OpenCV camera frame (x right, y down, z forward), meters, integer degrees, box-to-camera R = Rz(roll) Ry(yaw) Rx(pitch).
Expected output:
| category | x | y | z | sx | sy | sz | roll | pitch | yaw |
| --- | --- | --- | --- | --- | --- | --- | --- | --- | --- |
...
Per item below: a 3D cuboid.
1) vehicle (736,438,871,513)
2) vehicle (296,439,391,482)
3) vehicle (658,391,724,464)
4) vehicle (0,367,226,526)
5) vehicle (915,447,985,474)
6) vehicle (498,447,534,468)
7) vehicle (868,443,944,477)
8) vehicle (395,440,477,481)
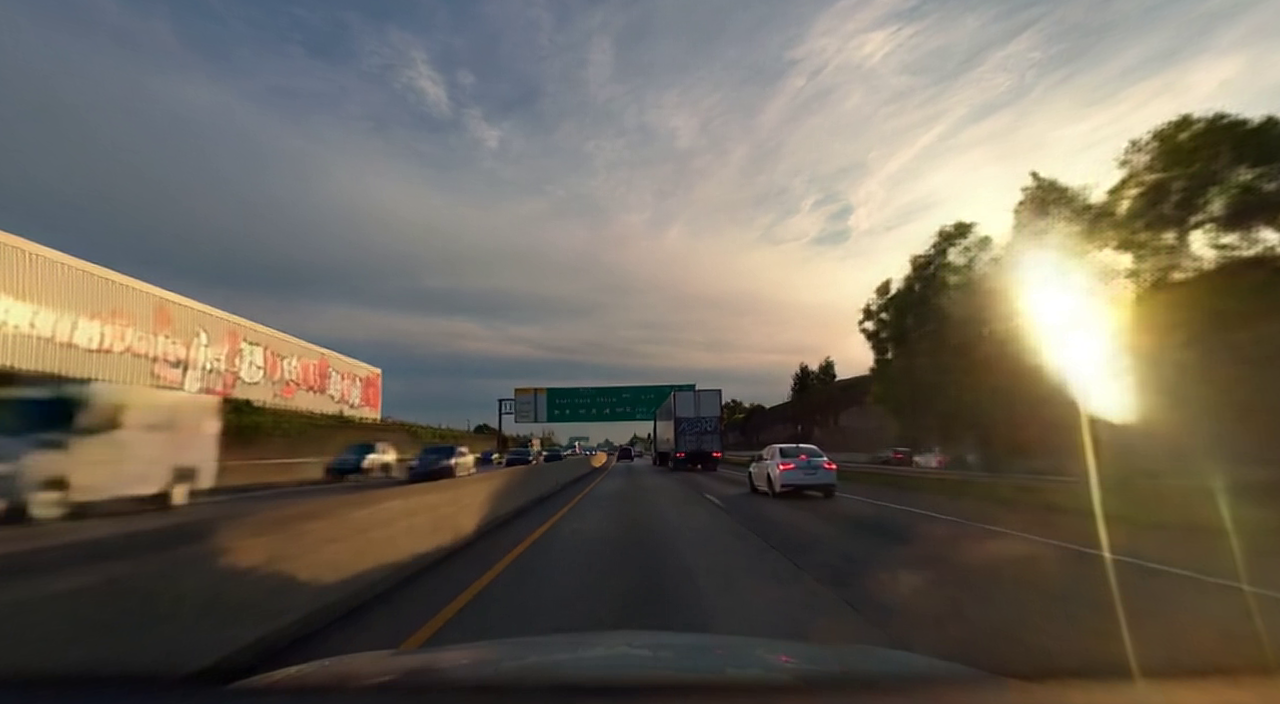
| category | x | y | z | sx | sy | sz | roll | pitch | yaw |
| --- | --- | --- | --- | --- | --- | --- | --- | --- | --- |
| vehicle | 3.876 | 3.011 | 15.790 | 2.085 | 1.588 | 4.436 | 0 | -9 | -2 |
| vehicle | -12.833 | 4.718 | 27.451 | 1.945 | 1.708 | 4.530 | 0 | -9 | 0 |
| vehicle | 3.317 | 5.914 | 46.699 | 3.317 | 4.314 | 17.803 | 0 | -9 | 0 |
| vehicle | -12.240 | 2.070 | 13.613 | 2.334 | 2.718 | 6.105 | 0 | -9 | -1 |
| vehicle | 18.258 | 6.402 | 37.197 | 1.811 | 1.499 | 4.472 | 0 | -9 | -1 |
| vehicle | -9.294 | 7.924 | 47.200 | 1.874 | 1.494 | 4.394 | 0 | -9 | -1 |
| vehicle | 14.131 | 5.744 | 33.546 | 2.107 | 1.648 | 4.324 | 0 | -9 | -1 |
| vehicle | -8.600 | 4.601 | 26.854 | 2.040 | 1.571 | 4.457 | 0 | -9 | -1 |
